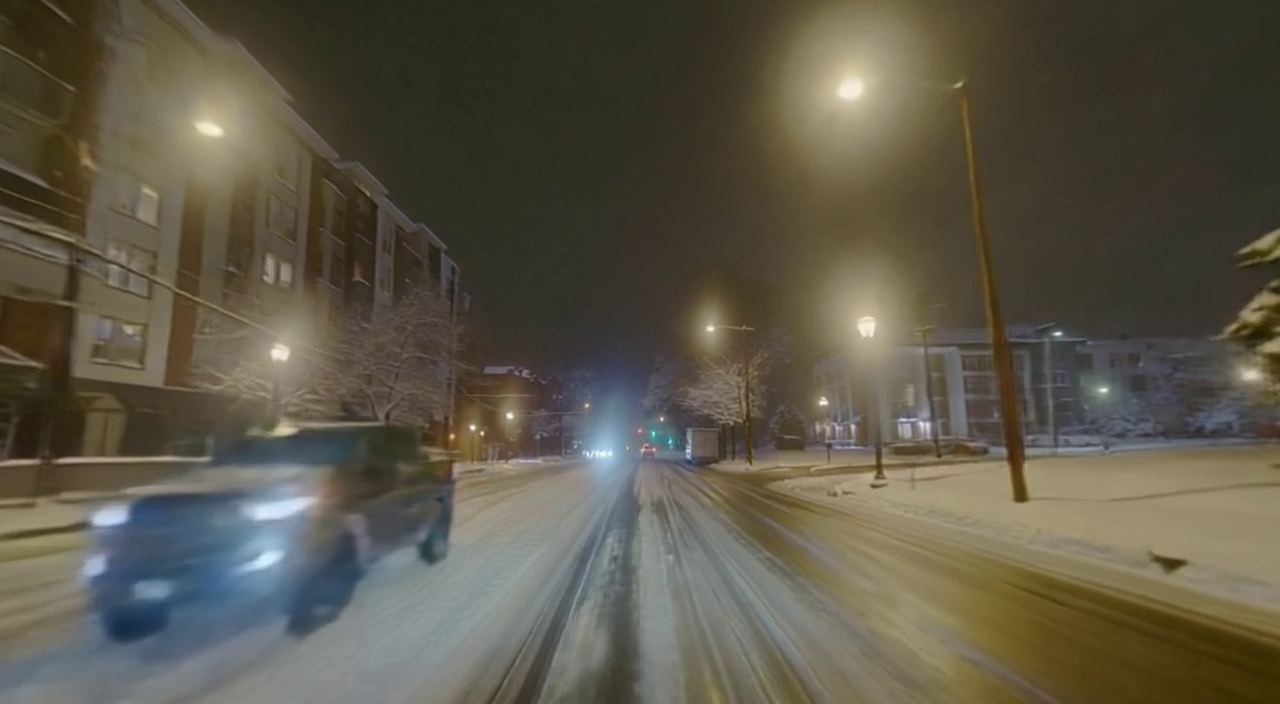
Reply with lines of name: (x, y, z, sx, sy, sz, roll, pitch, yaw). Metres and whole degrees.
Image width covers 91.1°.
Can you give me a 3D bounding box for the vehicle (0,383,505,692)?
vehicle: (-2.948, 1.378, 5.855, 2.332, 1.732, 4.463, 0, -8, 1)
